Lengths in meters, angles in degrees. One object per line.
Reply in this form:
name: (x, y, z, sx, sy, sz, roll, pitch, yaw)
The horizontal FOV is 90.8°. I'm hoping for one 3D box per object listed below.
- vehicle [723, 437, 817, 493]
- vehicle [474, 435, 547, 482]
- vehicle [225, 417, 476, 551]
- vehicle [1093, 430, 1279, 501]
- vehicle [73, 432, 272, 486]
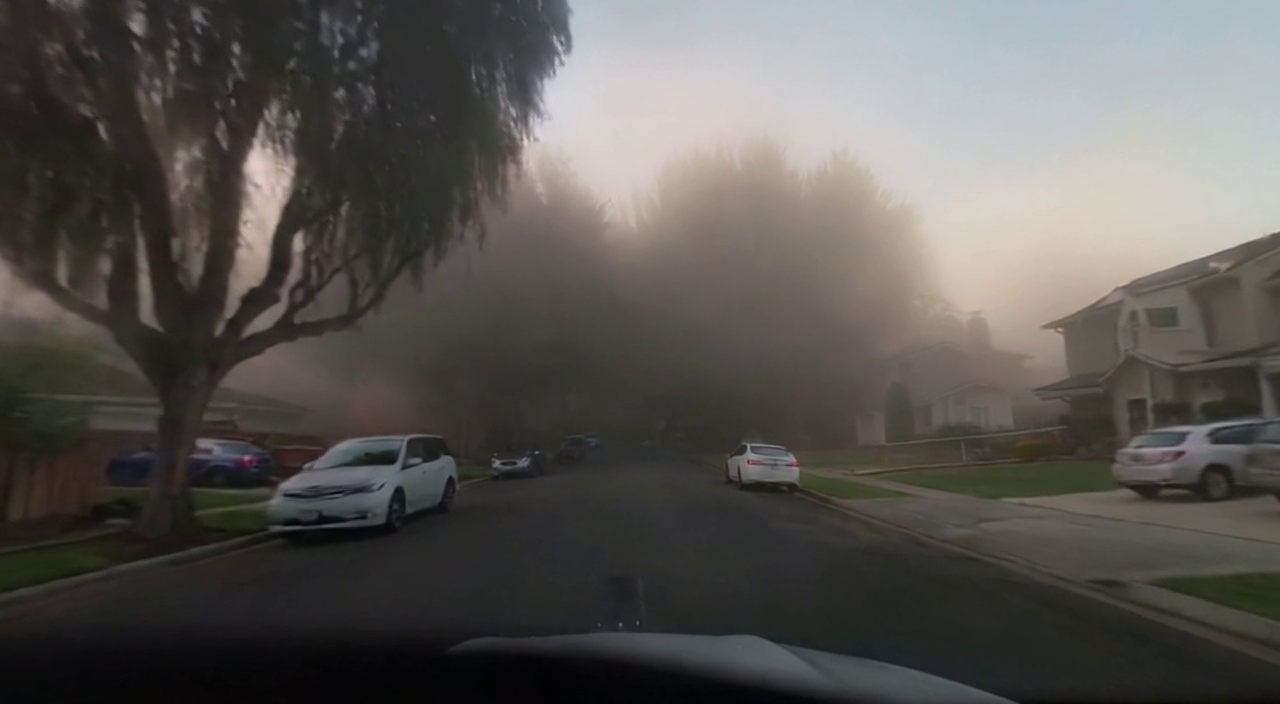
vehicle: (3.756, 3.308, 18.943, 1.945, 1.495, 3.983, 0, -8, 0)
vehicle: (-4.970, 4.120, 24.884, 1.887, 1.660, 4.312, 0, -8, 1)
vehicle: (-4.640, 2.093, 11.220, 2.140, 1.815, 4.926, 0, -6, 0)
vehicle: (12.010, 2.224, 12.592, 4.655, 1.282, 1.716, 0, -8, -2)
vehicle: (-13.539, 3.096, 18.529, 4.220, 1.462, 1.913, 0, -8, -4)
